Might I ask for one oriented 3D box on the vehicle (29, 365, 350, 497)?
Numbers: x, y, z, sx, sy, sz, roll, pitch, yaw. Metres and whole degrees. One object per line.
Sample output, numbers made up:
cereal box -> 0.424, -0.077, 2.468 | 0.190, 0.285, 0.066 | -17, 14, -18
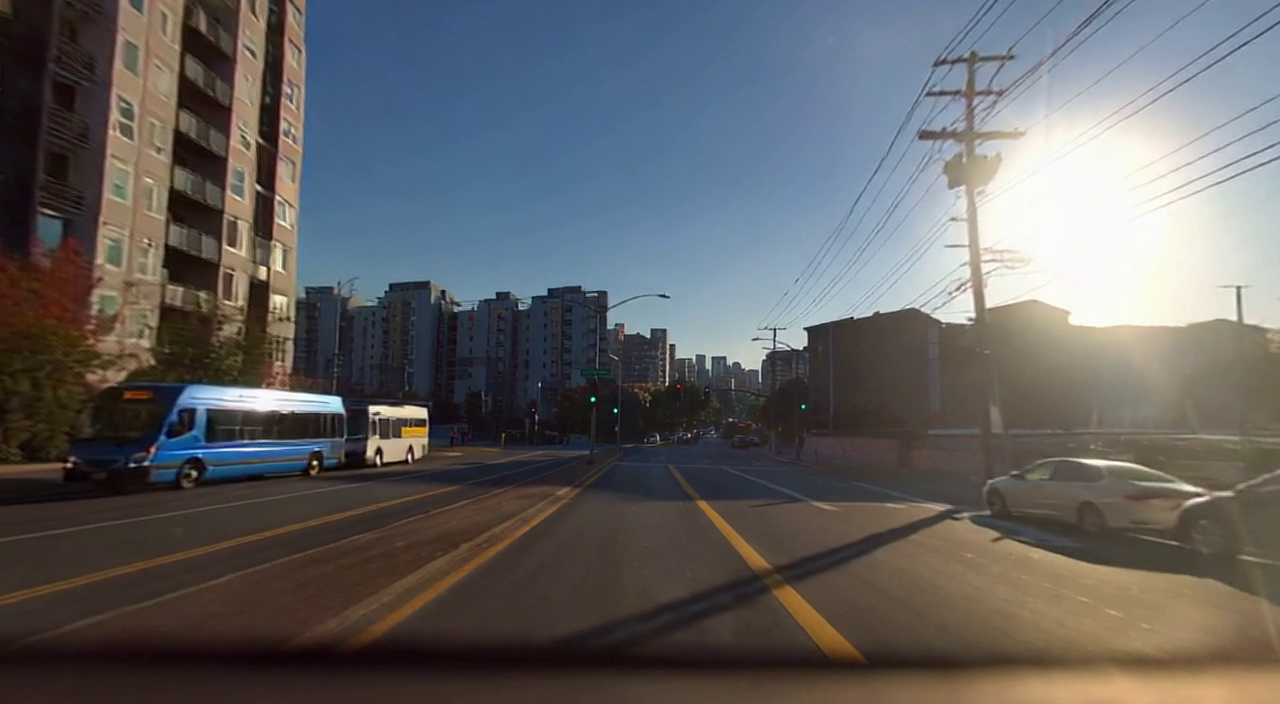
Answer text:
vehicle -> -13.653, 2.703, 20.961 | 3.060, 3.307, 9.997 | 0, -8, 1

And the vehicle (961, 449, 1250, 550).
vehicle -> 8.235, 2.582, 11.880 | 1.914, 1.473, 4.507 | 0, -8, -1

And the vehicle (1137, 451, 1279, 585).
vehicle -> 8.183, 1.821, 6.714 | 1.996, 1.473, 4.740 | 0, -8, 1
